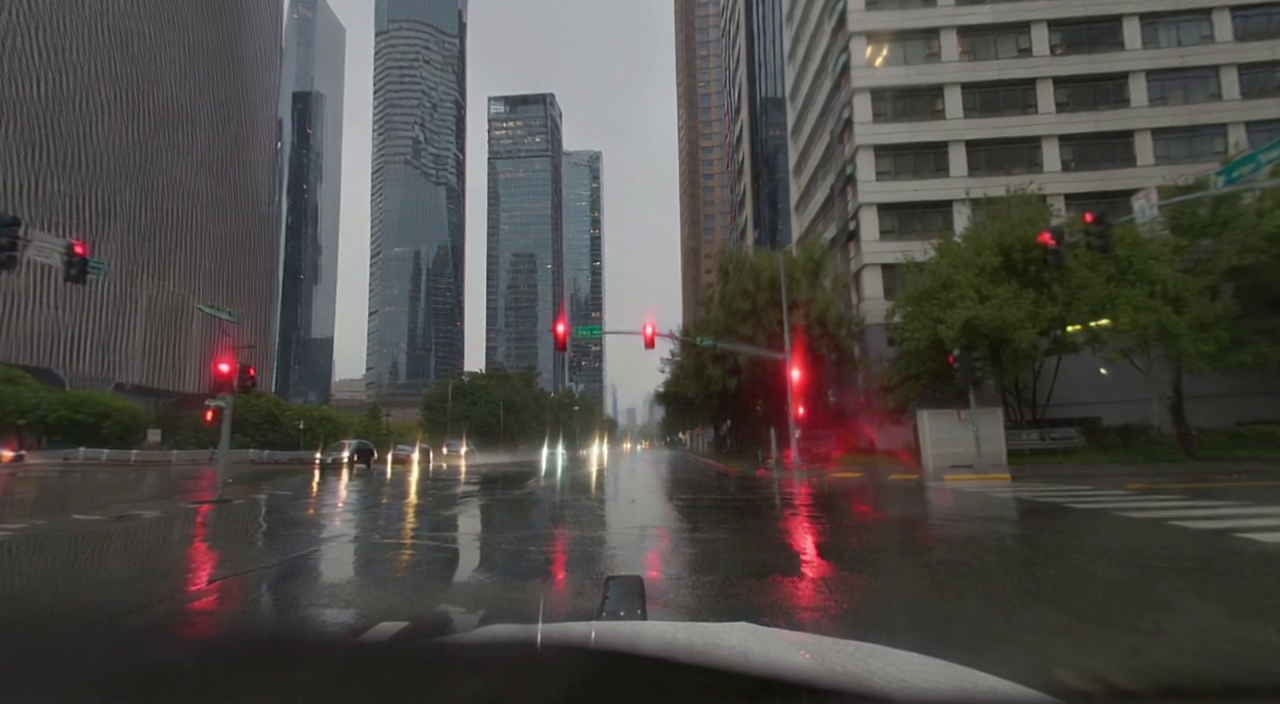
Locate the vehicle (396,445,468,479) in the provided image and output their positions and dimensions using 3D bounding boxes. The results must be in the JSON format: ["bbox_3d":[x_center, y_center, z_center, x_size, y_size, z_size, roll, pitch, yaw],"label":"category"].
[{"bbox_3d":[-11.586,6.138,35.466,2.069,1.771,4.947,0,-9,3],"label":"vehicle"}]
